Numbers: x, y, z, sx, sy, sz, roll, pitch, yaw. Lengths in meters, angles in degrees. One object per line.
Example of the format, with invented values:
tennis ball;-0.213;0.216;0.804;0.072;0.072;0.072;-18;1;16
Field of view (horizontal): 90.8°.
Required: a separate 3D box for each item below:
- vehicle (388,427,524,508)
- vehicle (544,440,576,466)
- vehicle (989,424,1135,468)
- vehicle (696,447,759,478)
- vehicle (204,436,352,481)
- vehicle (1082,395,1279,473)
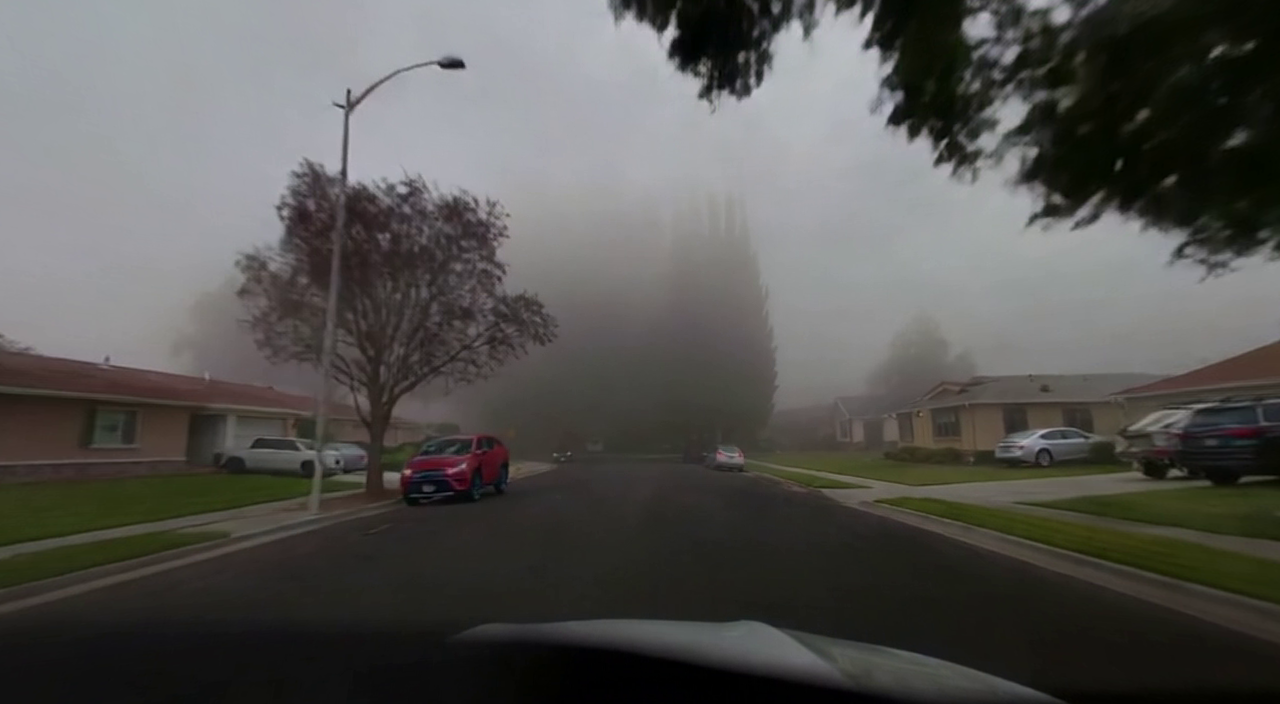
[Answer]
vehicle;-4.774;3.019;17.285;2.215;1.859;4.765;0;-7;1
vehicle;-6.273;7.838;49.279;1.976;1.855;4.299;2;-7;-14
vehicle;15.354;3.420;23.026;4.488;1.454;1.944;3;-8;-18
vehicle;4.438;5.693;32.907;1.984;1.437;4.726;1;-9;-8
vehicle;-12.989;3.821;23.017;4.376;1.458;2.046;3;-8;-22
vehicle;13.728;2.089;15.740;4.560;1.741;1.993;3;-9;-18
